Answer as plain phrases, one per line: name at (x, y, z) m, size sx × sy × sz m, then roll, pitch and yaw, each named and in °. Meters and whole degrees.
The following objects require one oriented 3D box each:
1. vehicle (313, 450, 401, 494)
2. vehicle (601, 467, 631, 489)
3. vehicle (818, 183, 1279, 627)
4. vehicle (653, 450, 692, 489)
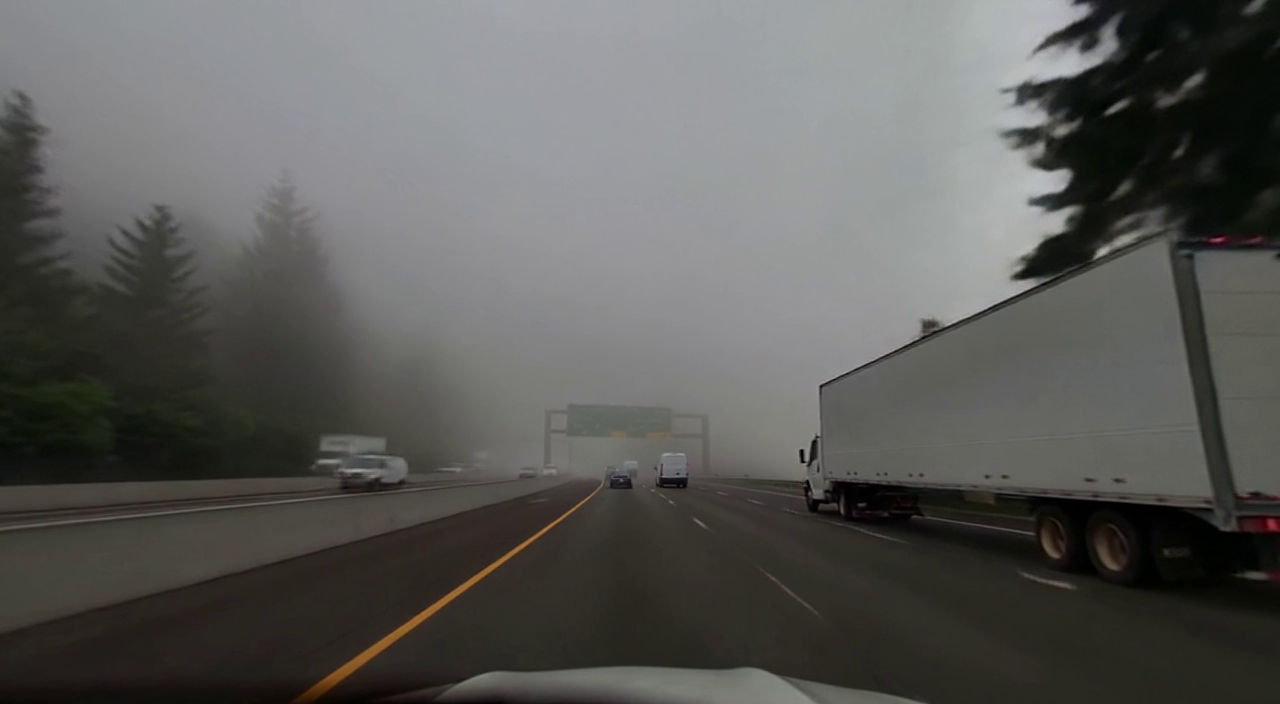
vehicle at (-14.441, 6.193, 32.511) m, size 2.166 × 2.013 × 5.189 m, roll 1°, pitch -10°, yaw -1°
vehicle at (-1.752, 9.246, 46.201) m, size 2.106 × 1.524 × 4.381 m, roll 1°, pitch -10°, yaw -2°
vehicle at (7.198, 1.708, 12.698) m, size 2.866 × 4.102 × 14.351 m, roll 1°, pitch -10°, yaw -1°
vehicle at (2.365, 8.718, 46.722) m, size 2.291 × 2.639 × 5.280 m, roll 1°, pitch -10°, yaw -3°
